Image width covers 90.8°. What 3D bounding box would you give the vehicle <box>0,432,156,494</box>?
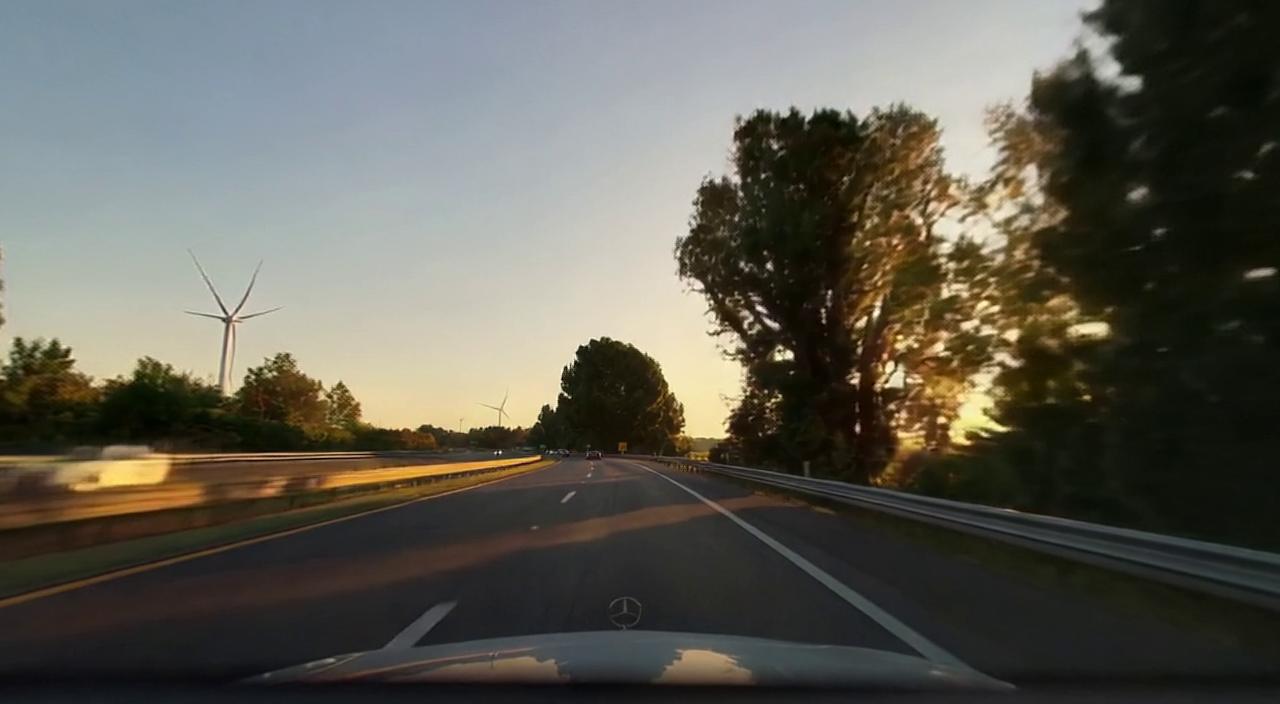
[{"bbox_3d":[-16.632,3.162,18.181,1.879,1.547,4.378,0,-9,-1],"label":"vehicle"}]
